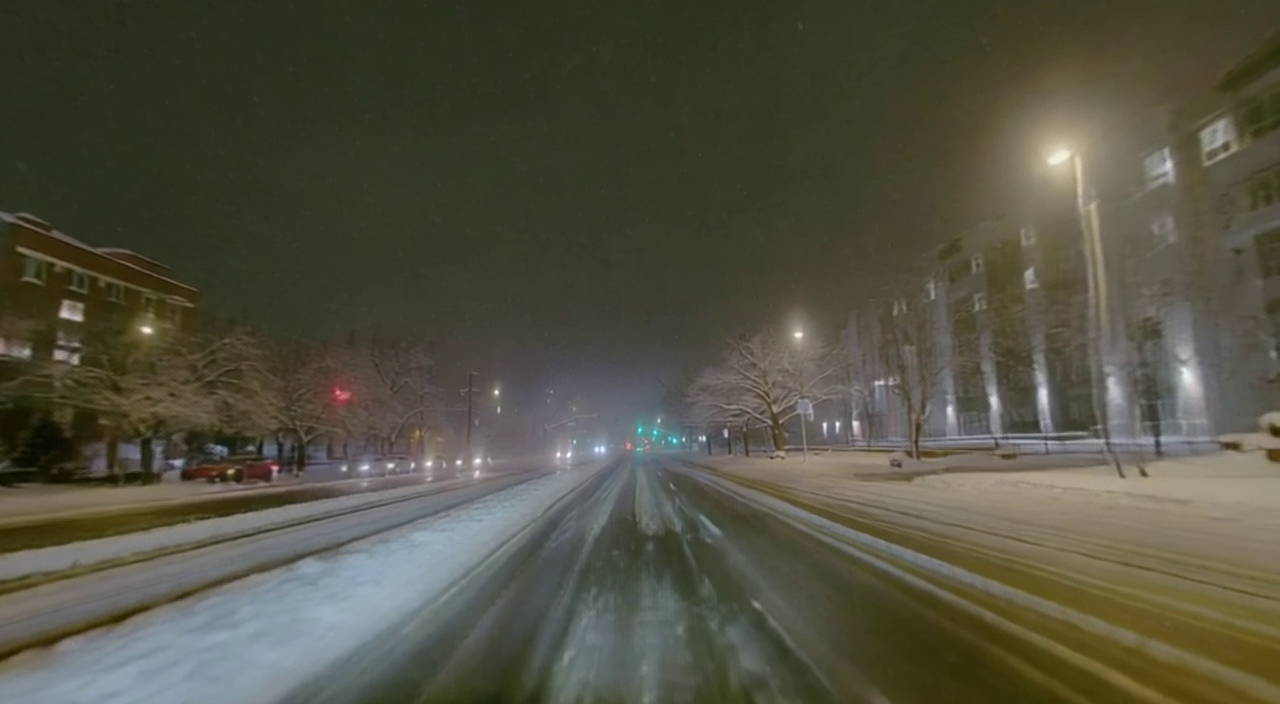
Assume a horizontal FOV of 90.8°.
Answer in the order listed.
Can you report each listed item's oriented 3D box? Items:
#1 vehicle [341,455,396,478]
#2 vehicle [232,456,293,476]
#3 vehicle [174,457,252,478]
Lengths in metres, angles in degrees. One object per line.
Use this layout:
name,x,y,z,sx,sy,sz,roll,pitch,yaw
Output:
vehicle,-19.786,8.340,46.242,1.856,1.479,4.554,0,-9,1
vehicle,-29.526,8.934,49.454,3.637,1.430,1.636,-1,-9,-2
vehicle,-30.233,8.185,44.803,4.126,1.455,1.791,0,-9,-2
